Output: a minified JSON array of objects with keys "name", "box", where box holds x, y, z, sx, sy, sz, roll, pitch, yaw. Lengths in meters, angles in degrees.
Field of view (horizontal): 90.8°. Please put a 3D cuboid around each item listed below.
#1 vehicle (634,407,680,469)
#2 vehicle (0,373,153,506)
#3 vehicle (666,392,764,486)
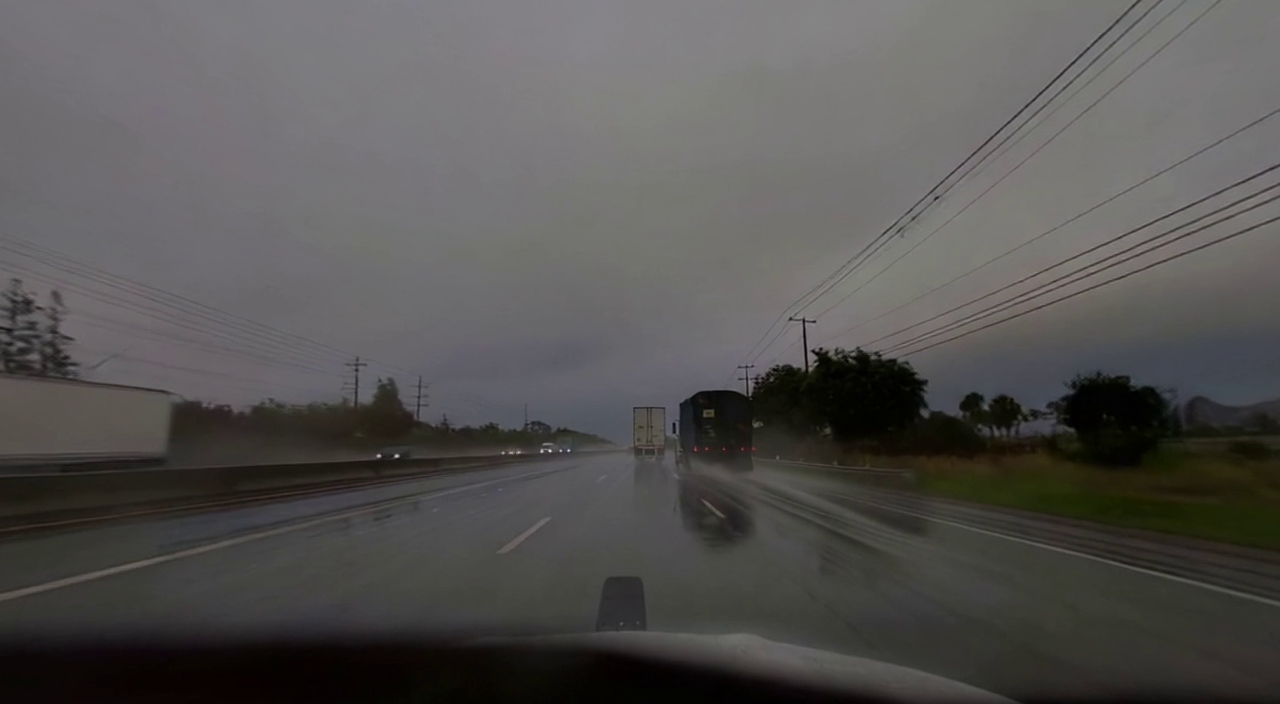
[{"name":"vehicle","box":[1.065,6.746,48.415,2.997,4.076,13.224,0,-9,0]},{"name":"vehicle","box":[-21.036,2.281,16.834,3.230,3.957,15.882,0,-9,1]},{"name":"vehicle","box":[2.869,3.822,27.186,2.938,3.378,8.820,0,-9,-1]}]
